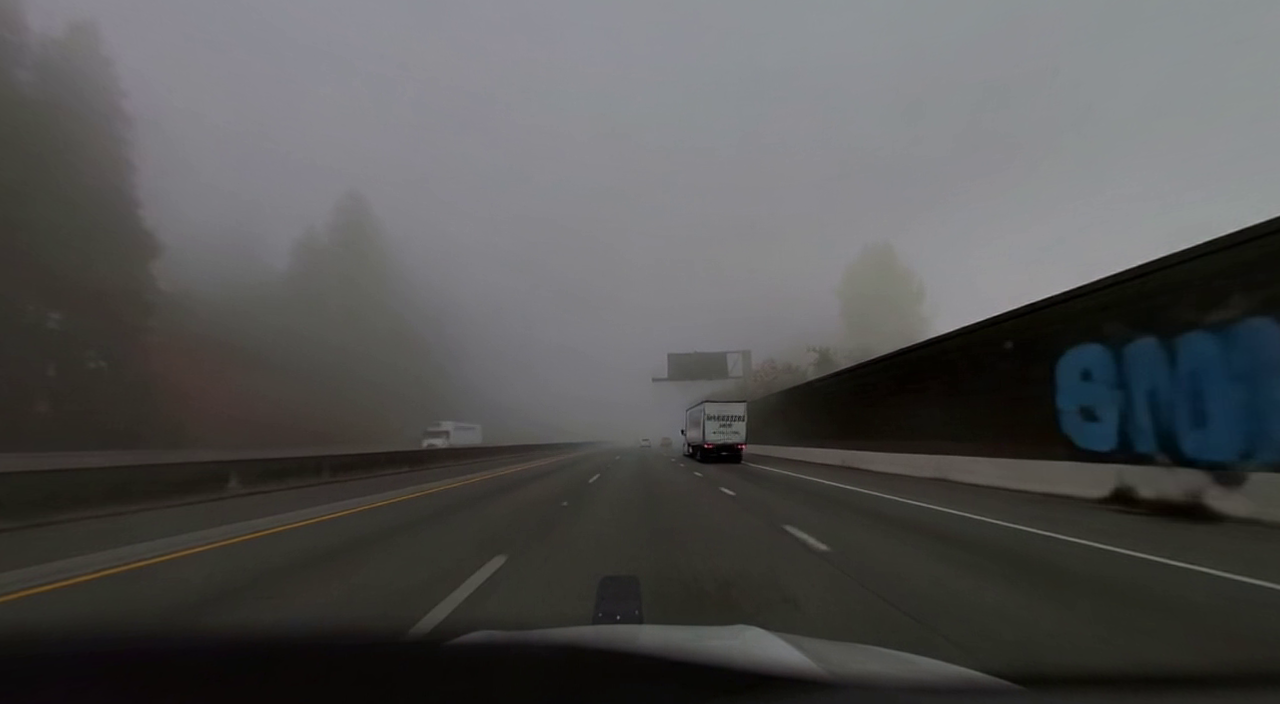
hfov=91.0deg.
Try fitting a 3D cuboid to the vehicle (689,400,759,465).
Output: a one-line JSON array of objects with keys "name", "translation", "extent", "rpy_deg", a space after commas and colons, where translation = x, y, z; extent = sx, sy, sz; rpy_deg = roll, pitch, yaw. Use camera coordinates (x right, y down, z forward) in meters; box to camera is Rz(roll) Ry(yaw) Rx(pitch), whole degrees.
[{"name": "vehicle", "translation": [4.997, 5.103, 39.526], "extent": [2.949, 3.470, 10.539], "rpy_deg": [-1, -8, 0]}]
